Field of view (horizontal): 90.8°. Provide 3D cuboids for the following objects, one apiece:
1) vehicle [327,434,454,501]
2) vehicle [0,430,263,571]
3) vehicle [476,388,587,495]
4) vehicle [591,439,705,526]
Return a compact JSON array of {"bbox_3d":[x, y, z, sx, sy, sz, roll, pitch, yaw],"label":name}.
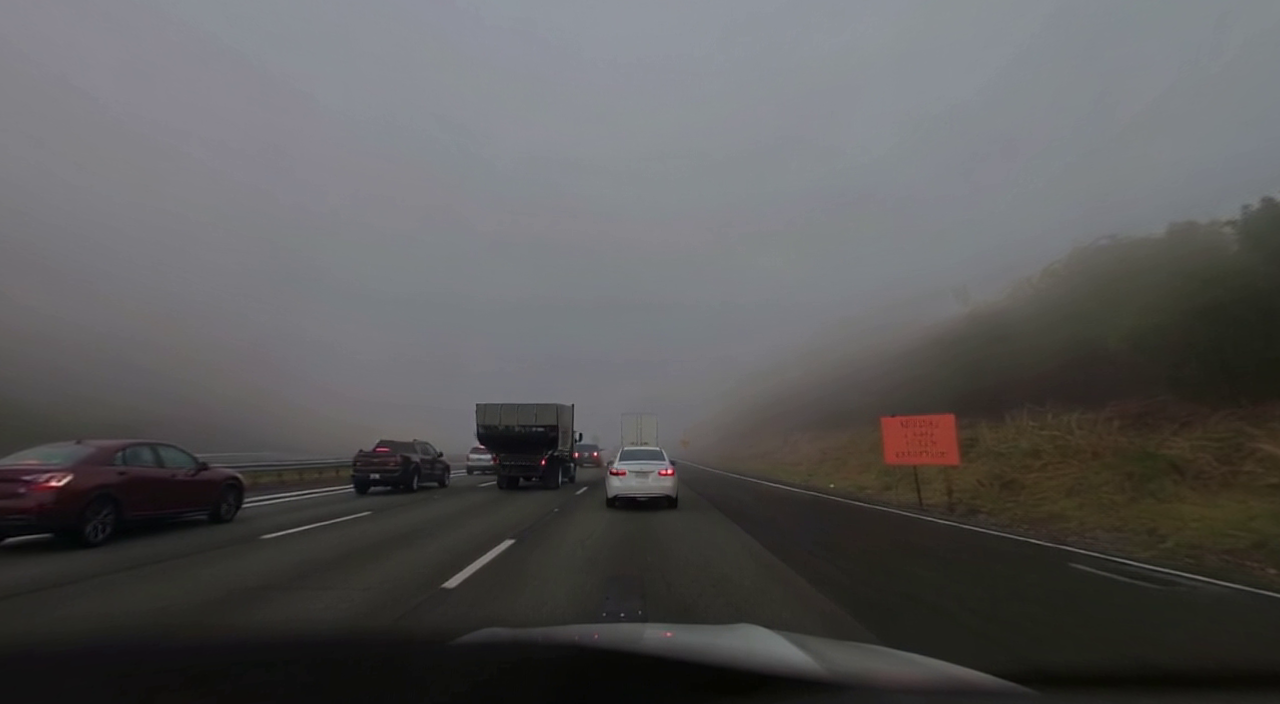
[{"bbox_3d":[-7.306,3.429,19.020,1.952,1.746,4.332,-1,-9,1],"label":"vehicle"},{"bbox_3d":[-7.892,1.984,9.191,1.879,1.521,4.623,-1,-9,1],"label":"vehicle"},{"bbox_3d":[-3.731,3.370,23.619,2.812,3.342,7.248,-1,-9,1],"label":"vehicle"},{"bbox_3d":[0.097,2.572,12.858,1.995,1.495,3.380,0,-9,-1],"label":"vehicle"}]
